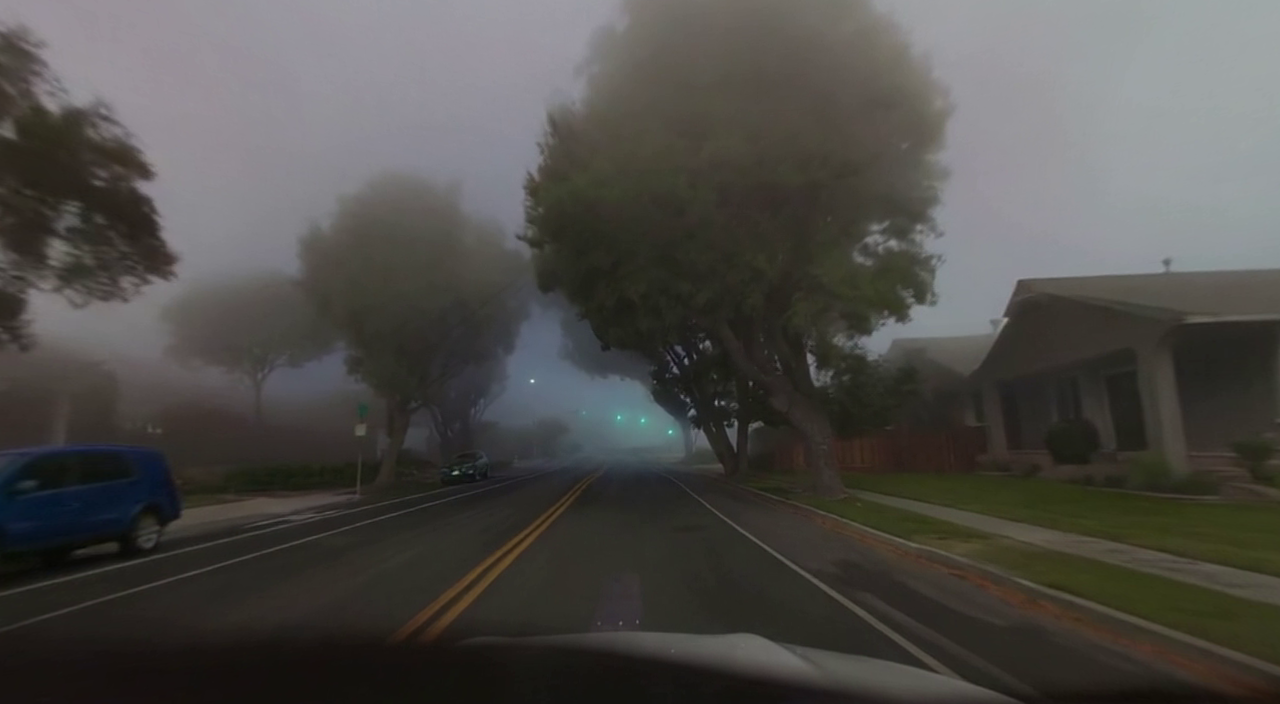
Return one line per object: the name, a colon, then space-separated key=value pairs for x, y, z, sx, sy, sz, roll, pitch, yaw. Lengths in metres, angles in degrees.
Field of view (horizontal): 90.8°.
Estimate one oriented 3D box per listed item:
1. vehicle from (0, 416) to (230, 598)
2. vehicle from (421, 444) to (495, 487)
vehicle: x=-7.614 y=1.826 z=7.860 sx=2.209 sy=1.807 sz=4.432 roll=-2 pitch=-8 yaw=-3
vehicle: x=-8.293 y=5.163 z=29.203 sx=2.130 sy=1.692 sz=4.544 roll=-2 pitch=-8 yaw=0
